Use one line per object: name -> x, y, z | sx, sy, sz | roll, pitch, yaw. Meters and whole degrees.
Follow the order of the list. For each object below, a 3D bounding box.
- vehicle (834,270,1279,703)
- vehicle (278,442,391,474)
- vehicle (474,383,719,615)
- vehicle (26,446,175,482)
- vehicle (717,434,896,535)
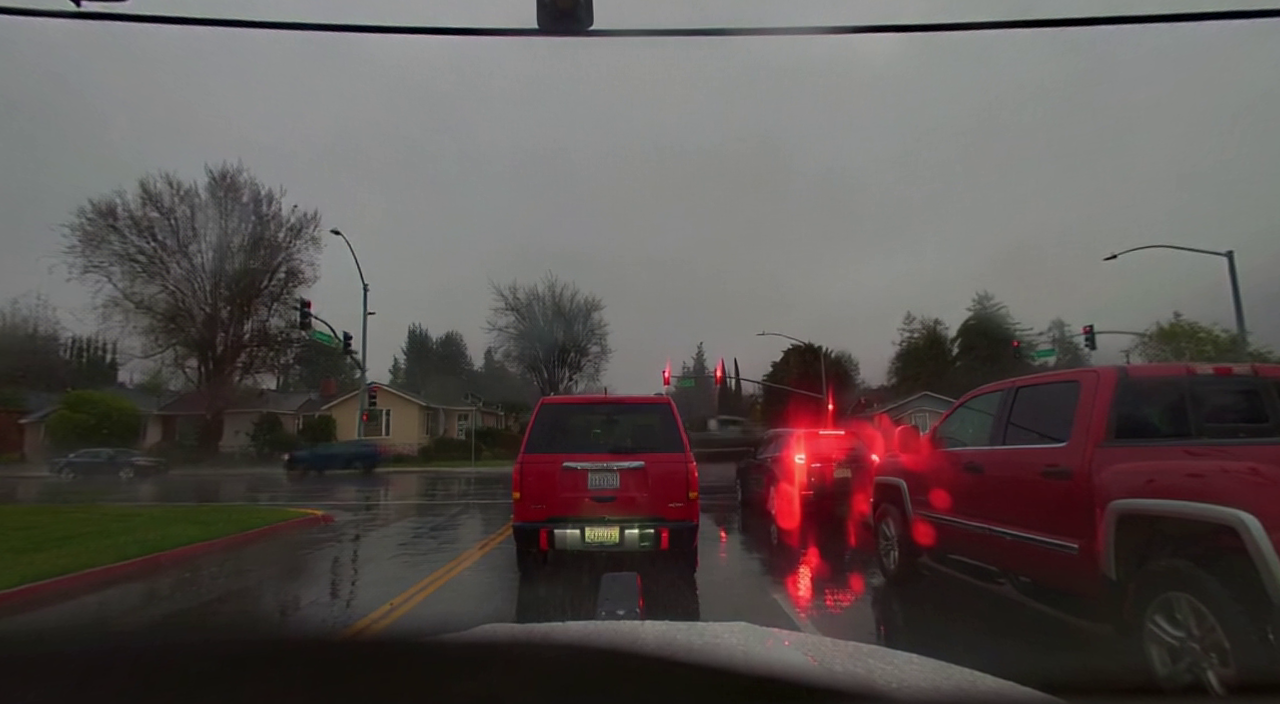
vehicle -> 2.976, 0.943, 3.889 | 1.886, 1.849, 5.070 | 0, -8, -1
vehicle -> -15.224, 5.289, 31.731 | 4.718, 1.530, 1.747 | 1, -8, -10
vehicle -> -0.240, 1.386, 6.689 | 1.915, 1.780, 3.379 | -1, -8, 4
vehicle -> -22.967, 4.773, 27.062 | 4.533, 1.350, 1.714 | 0, -7, -8
vehicle -> 2.713, 2.267, 11.530 | 1.952, 1.465, 4.421 | 0, -8, -2
